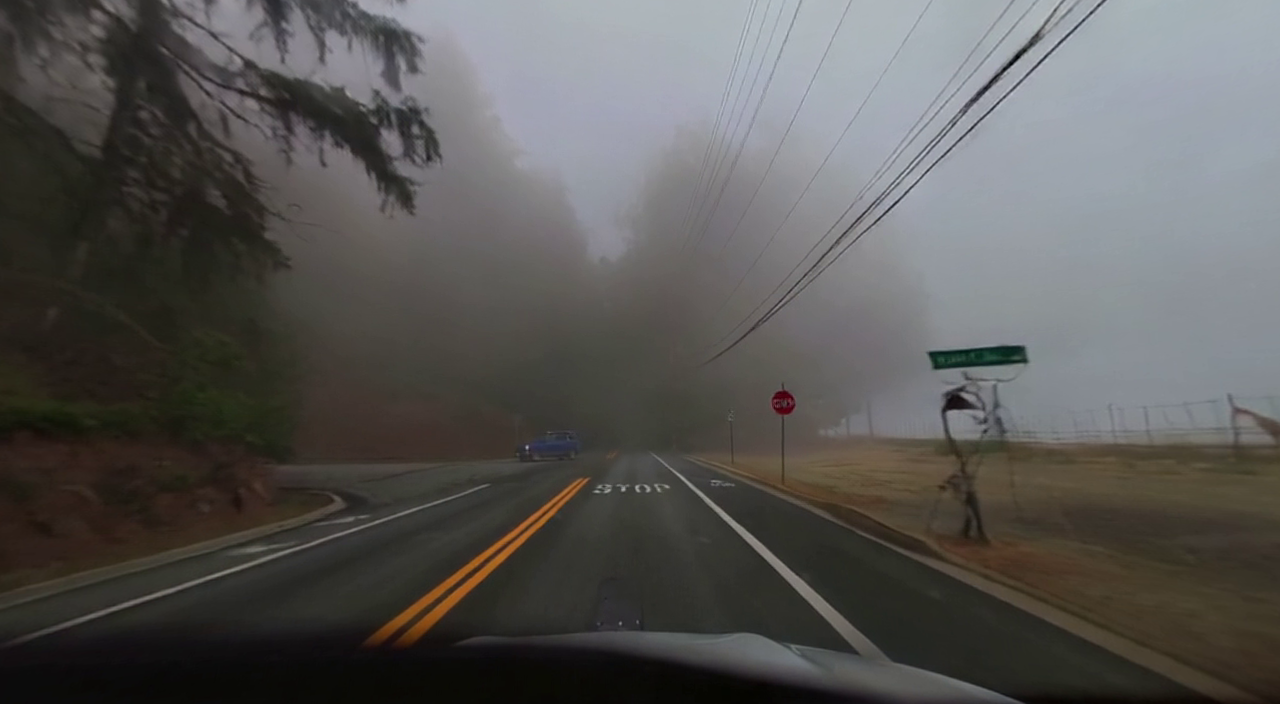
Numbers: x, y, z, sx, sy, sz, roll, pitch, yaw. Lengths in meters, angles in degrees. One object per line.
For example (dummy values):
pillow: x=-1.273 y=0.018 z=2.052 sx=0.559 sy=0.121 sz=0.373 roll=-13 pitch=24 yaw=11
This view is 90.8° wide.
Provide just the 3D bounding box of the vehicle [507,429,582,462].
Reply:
vehicle: x=-5.959 y=5.939 z=40.079 sx=2.348 sy=1.973 sz=5.020 roll=-4 pitch=-9 yaw=24
